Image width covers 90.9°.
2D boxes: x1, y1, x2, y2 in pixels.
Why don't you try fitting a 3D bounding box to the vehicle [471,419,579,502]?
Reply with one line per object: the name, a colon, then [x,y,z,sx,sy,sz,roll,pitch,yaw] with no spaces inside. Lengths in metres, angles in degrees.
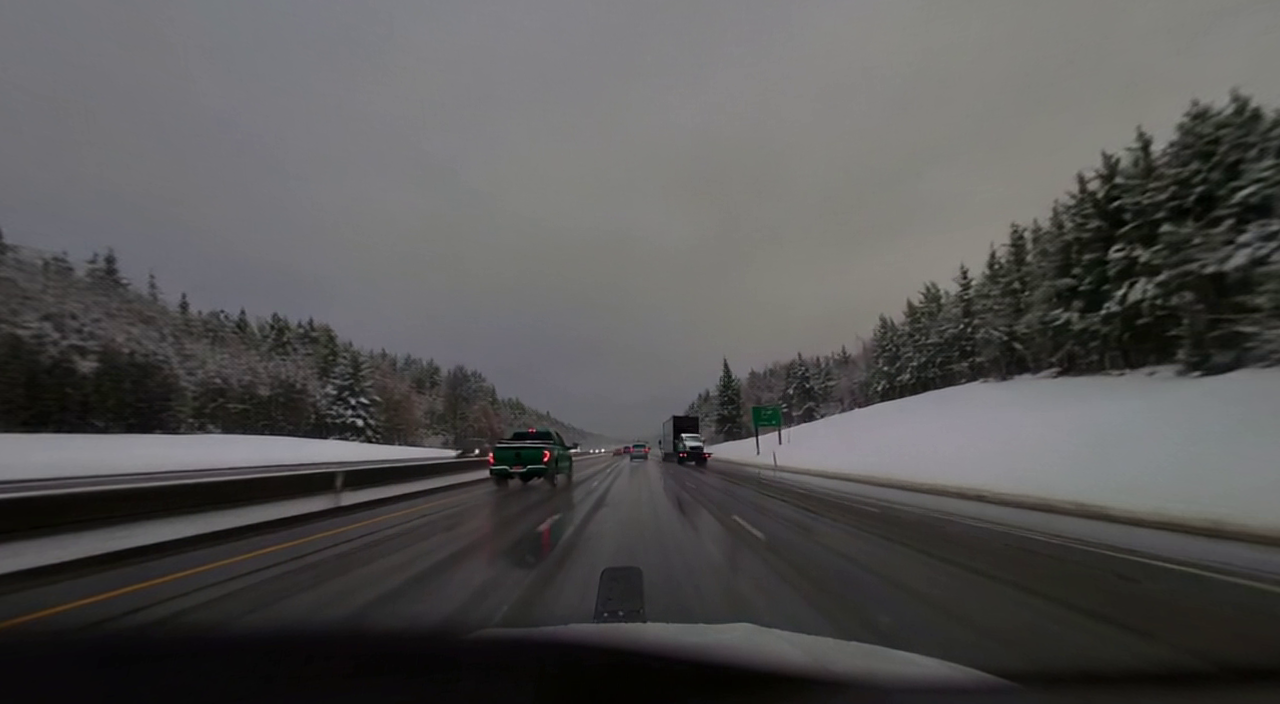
vehicle: [-3.095,3.058,18.039,2.142,2.044,4.446,0,-9,1]
